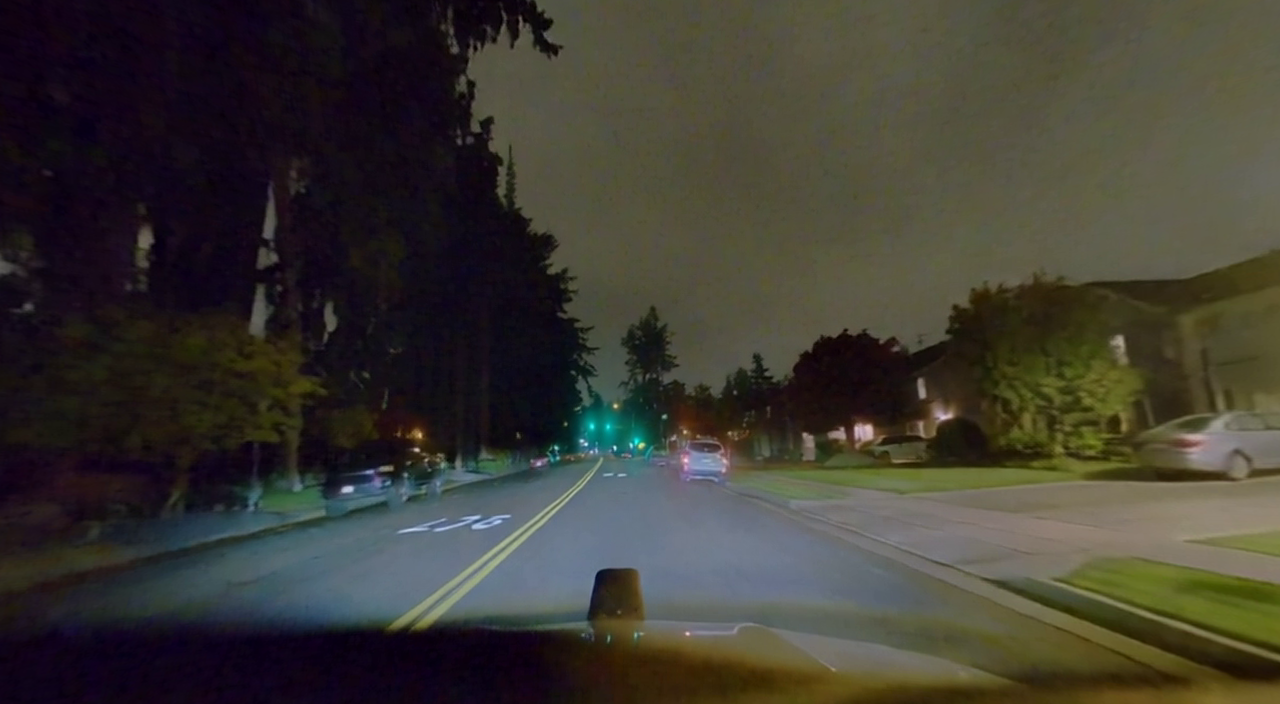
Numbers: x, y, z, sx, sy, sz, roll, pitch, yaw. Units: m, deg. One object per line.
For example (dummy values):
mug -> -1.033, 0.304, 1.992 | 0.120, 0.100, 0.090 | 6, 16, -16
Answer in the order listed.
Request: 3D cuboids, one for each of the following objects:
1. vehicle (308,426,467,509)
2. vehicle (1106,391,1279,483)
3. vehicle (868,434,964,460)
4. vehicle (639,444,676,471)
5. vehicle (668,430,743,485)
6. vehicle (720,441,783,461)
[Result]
vehicle -> -6.403, 3.053, 16.961 | 2.102, 1.801, 5.574 | -1, -10, -2
vehicle -> 13.512, 1.861, 13.814 | 4.938, 1.830, 2.024 | 0, -9, 1
vehicle -> 15.657, 5.394, 35.987 | 4.560, 1.350, 1.882 | -1, -8, 2
vehicle -> 1.064, 6.870, 41.349 | 1.988, 1.618, 4.567 | 0, -8, -4
vehicle -> 2.169, 3.643, 22.135 | 2.007, 1.702, 4.430 | 0, -8, -2
vehicle -> 8.719, 7.762, 49.715 | 4.472, 1.481, 2.143 | 0, -9, -3
